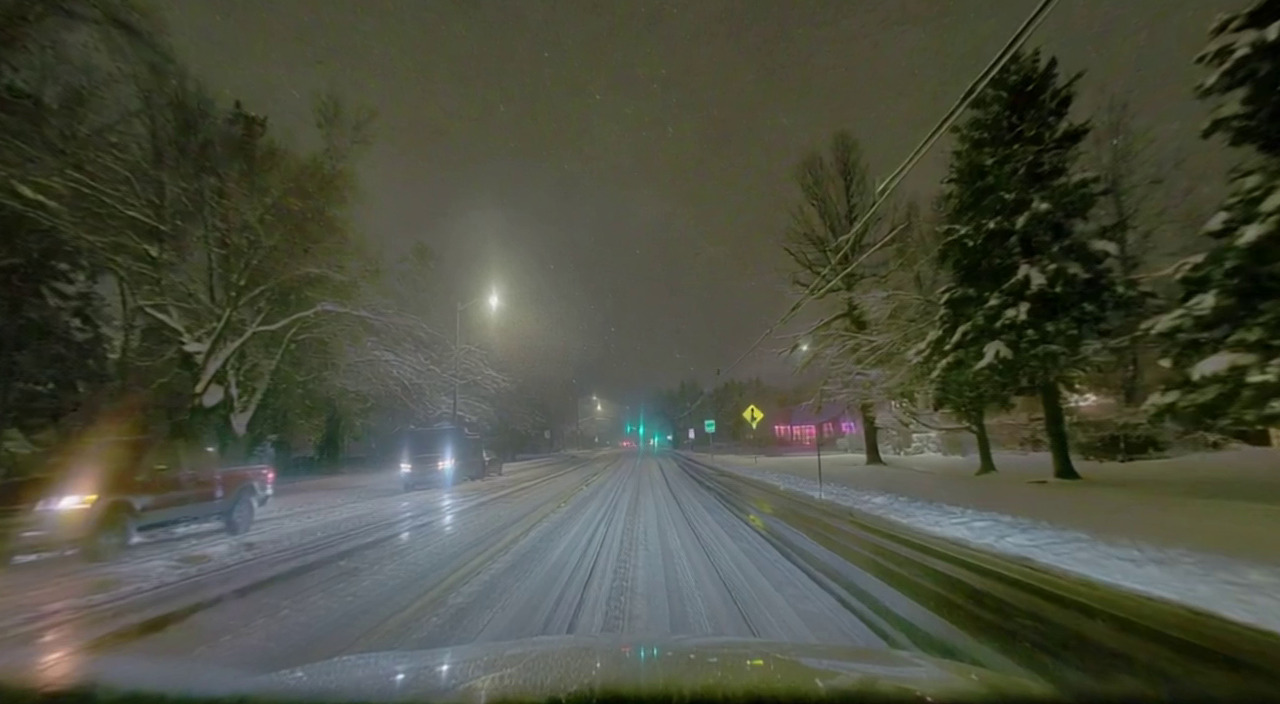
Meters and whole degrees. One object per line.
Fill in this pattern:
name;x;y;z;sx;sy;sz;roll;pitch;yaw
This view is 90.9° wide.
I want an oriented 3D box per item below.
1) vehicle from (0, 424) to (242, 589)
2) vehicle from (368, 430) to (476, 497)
vehicle;-7.991;1.958;8.761;1.960;1.786;4.595;-3;-6;0
vehicle;-7.843;3.967;23.187;2.138;2.038;4.717;-3;-7;2
